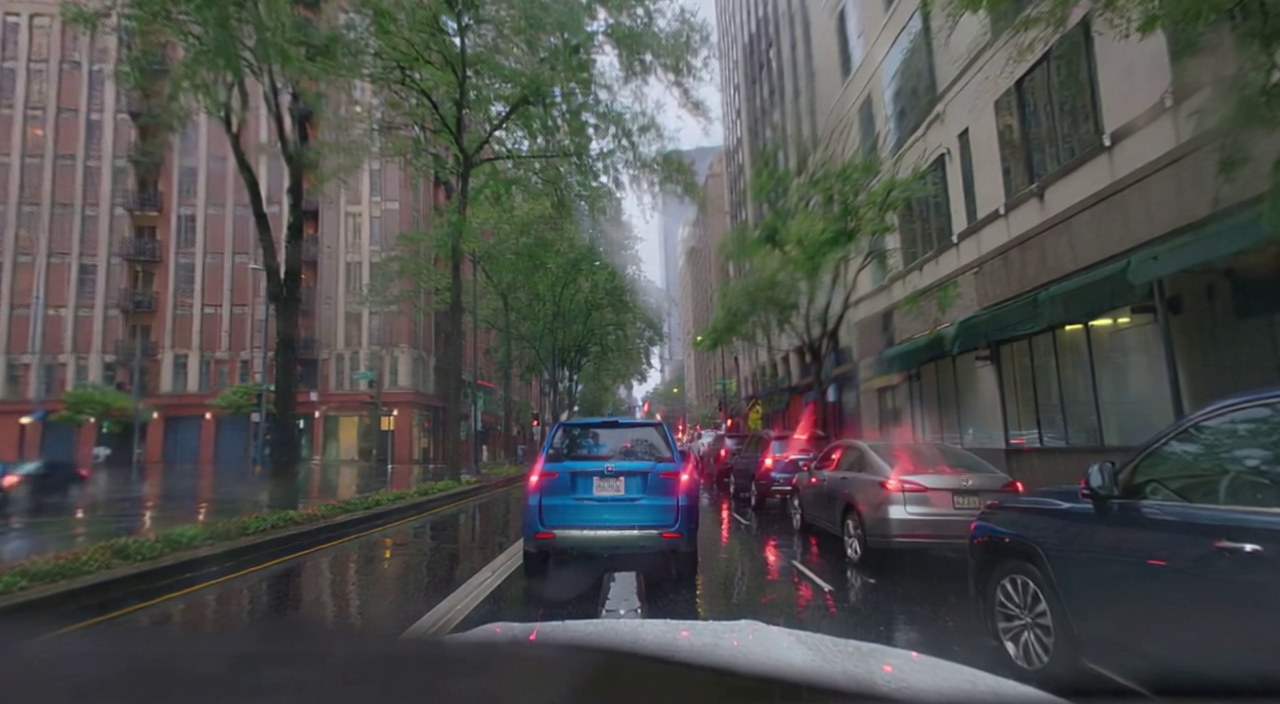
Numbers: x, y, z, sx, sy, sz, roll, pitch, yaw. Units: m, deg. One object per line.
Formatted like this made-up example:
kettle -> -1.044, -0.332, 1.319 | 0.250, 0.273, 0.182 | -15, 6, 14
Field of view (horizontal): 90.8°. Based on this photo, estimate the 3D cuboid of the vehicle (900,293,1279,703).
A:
vehicle -> 2.998, 0.749, 2.243 | 2.063, 1.760, 4.664 | 0, -9, -1

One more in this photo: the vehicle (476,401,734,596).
vehicle -> -0.349, 1.585, 7.638 | 2.249, 1.684, 4.084 | 0, -9, -1

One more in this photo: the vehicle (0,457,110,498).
vehicle -> -24.948, 5.153, 26.295 | 1.960, 1.459, 4.699 | 0, -9, -5

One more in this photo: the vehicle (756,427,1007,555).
vehicle -> 3.276, 1.984, 9.804 | 1.941, 1.482, 4.632 | 0, -9, -2
